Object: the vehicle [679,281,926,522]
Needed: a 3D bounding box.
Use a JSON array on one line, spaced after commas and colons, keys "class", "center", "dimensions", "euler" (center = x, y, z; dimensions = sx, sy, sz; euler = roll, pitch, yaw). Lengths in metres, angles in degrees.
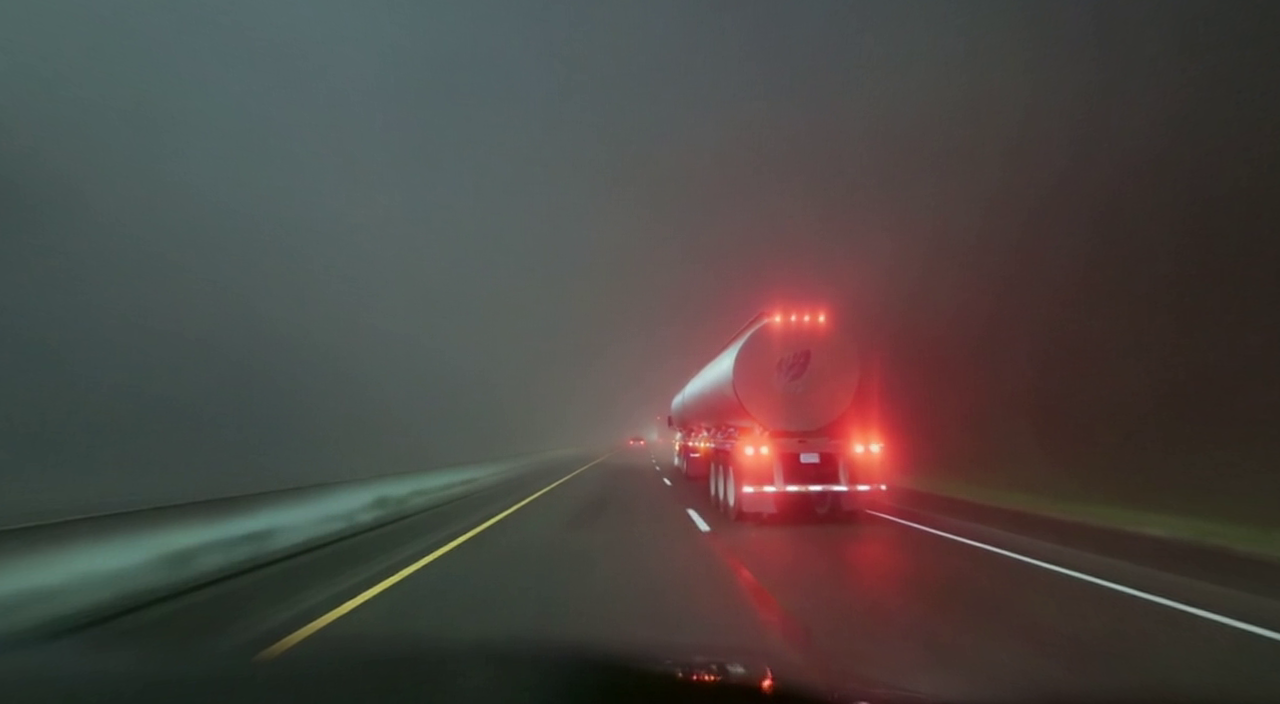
[{"class": "vehicle", "center": [2.837, 1.498, 15.495], "dimensions": [2.946, 3.745, 11.516], "euler": [0, -8, 0]}]
